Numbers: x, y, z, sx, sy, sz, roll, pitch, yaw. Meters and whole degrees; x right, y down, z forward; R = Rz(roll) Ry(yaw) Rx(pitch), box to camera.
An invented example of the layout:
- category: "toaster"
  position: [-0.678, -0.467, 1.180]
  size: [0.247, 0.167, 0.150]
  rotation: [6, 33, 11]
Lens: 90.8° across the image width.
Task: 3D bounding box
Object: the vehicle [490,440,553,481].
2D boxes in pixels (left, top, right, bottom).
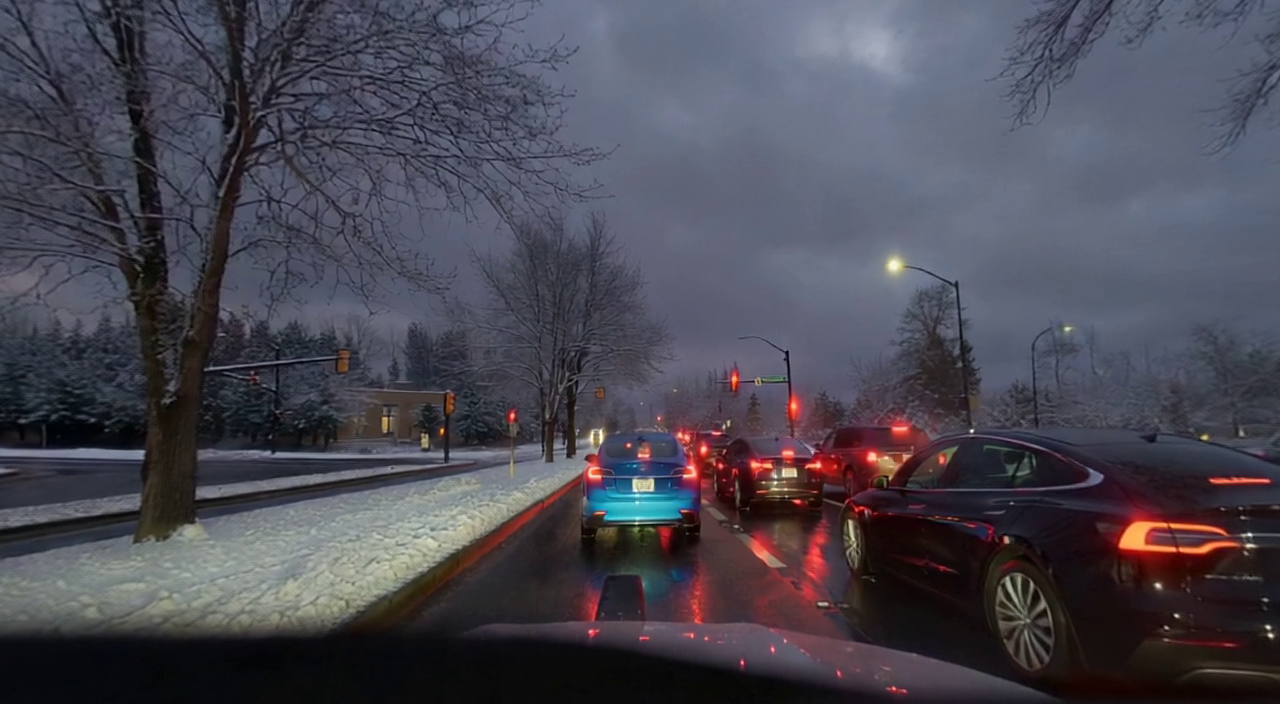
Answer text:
- category: "vehicle"
  position: [-4.629, 4.292, 25.251]
  size: [1.972, 1.457, 4.171]
  rotation: [0, -8, -4]

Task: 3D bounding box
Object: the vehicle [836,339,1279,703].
- category: "vehicle"
  position: [3.185, 1.111, 4.298]
  size: [2.167, 1.676, 4.443]
  rotation: [0, -8, -1]

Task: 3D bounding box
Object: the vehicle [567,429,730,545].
- category: "vehicle"
  position: [0.029, 2.088, 10.473]
  size: [2.147, 1.499, 4.240]
  rotation: [0, -8, -2]

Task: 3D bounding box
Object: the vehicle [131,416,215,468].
- category: "vehicle"
  position: [-29.264, 5.636, 39.703]
  size: [2.608, 2.990, 3.026]
  rotation: [2, -8, 2]

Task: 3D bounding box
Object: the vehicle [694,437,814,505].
- category: "vehicle"
  position: [2.697, 2.936, 16.034]
  size: [2.058, 1.466, 4.208]
  rotation: [0, -8, -3]

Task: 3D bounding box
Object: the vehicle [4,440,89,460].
- category: "vehicle"
  position: [-45.162, 7.459, 48.099]
  size: [4.418, 1.415, 1.941]
  rotation: [0, -8, -1]
